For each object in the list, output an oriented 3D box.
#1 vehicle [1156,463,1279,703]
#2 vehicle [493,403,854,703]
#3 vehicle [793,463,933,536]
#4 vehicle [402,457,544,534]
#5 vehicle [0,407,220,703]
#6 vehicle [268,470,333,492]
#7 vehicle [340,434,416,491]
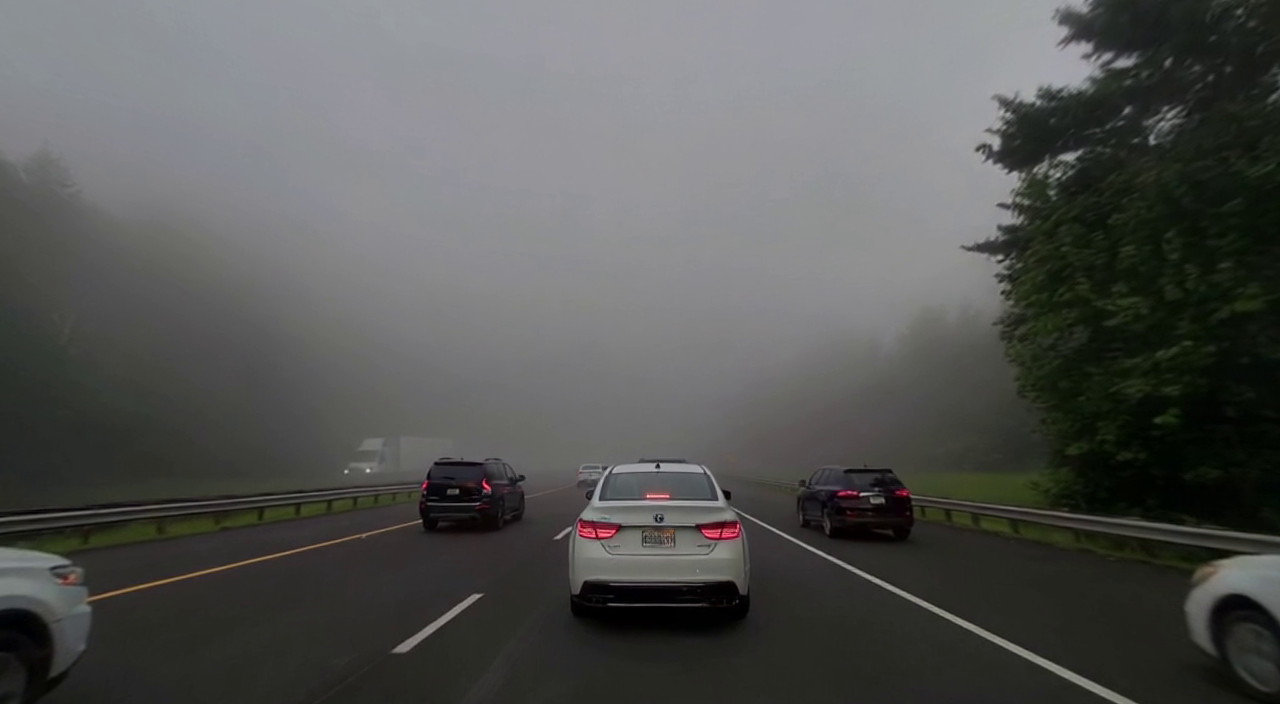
[{"bbox_3d":[4.470,1.071,2.101,1.870,1.382,4.287,1,-11,1],"label":"vehicle"},{"bbox_3d":[0.172,1.553,5.762,2.057,1.725,4.126,1,-11,-1],"label":"vehicle"},{"bbox_3d":[5.129,3.447,15.171,1.978,1.472,4.022,0,-11,1],"label":"vehicle"},{"bbox_3d":[-3.756,3.344,15.134,1.960,1.502,4.593,0,-11,2],"label":"vehicle"},{"bbox_3d":[-3.910,0.892,2.125,1.994,1.556,4.263,1,-11,0],"label":"vehicle"},{"bbox_3d":[-24.411,9.265,45.444,1.981,1.468,4.519,0,-11,3],"label":"vehicle"},{"bbox_3d":[-20.180,8.607,48.978,2.969,4.038,5.876,0,-11,3],"label":"vehicle"}]
